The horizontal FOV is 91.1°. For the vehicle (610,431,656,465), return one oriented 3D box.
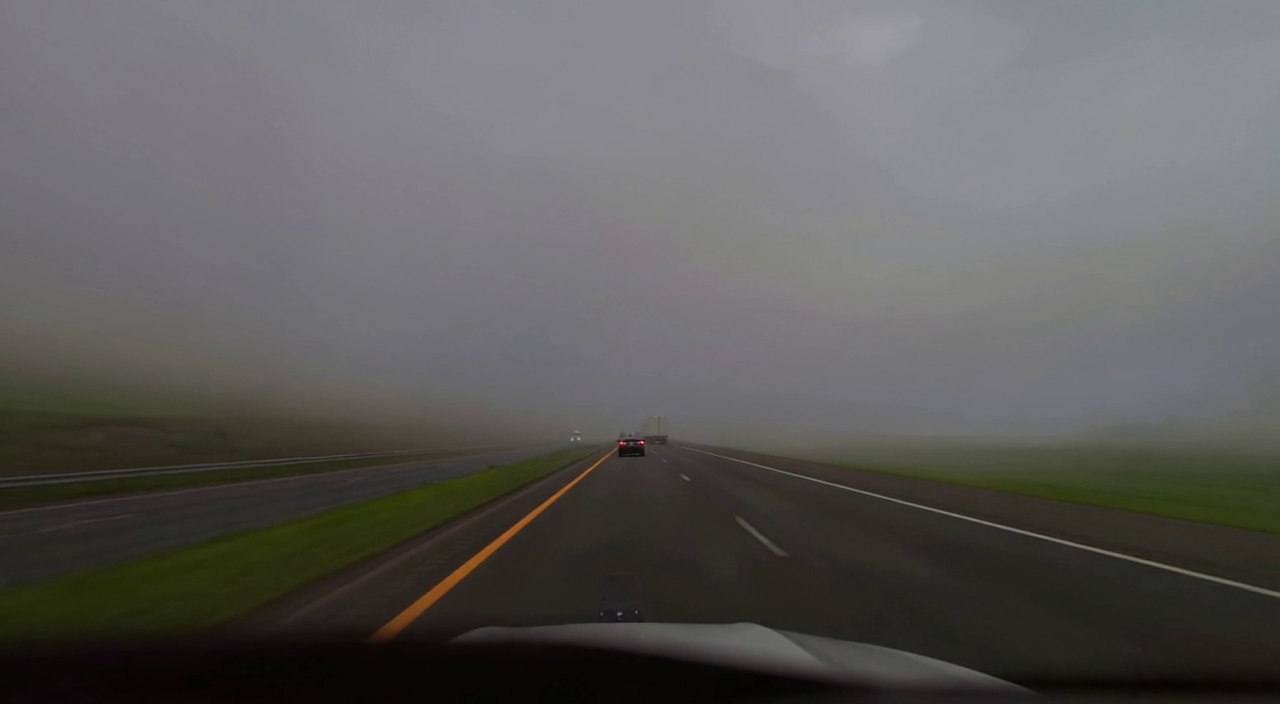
[{"bbox_3d":[-0.400,4.945,32.741,2.216,1.623,4.220,0,-8,-1],"label":"vehicle"}]
